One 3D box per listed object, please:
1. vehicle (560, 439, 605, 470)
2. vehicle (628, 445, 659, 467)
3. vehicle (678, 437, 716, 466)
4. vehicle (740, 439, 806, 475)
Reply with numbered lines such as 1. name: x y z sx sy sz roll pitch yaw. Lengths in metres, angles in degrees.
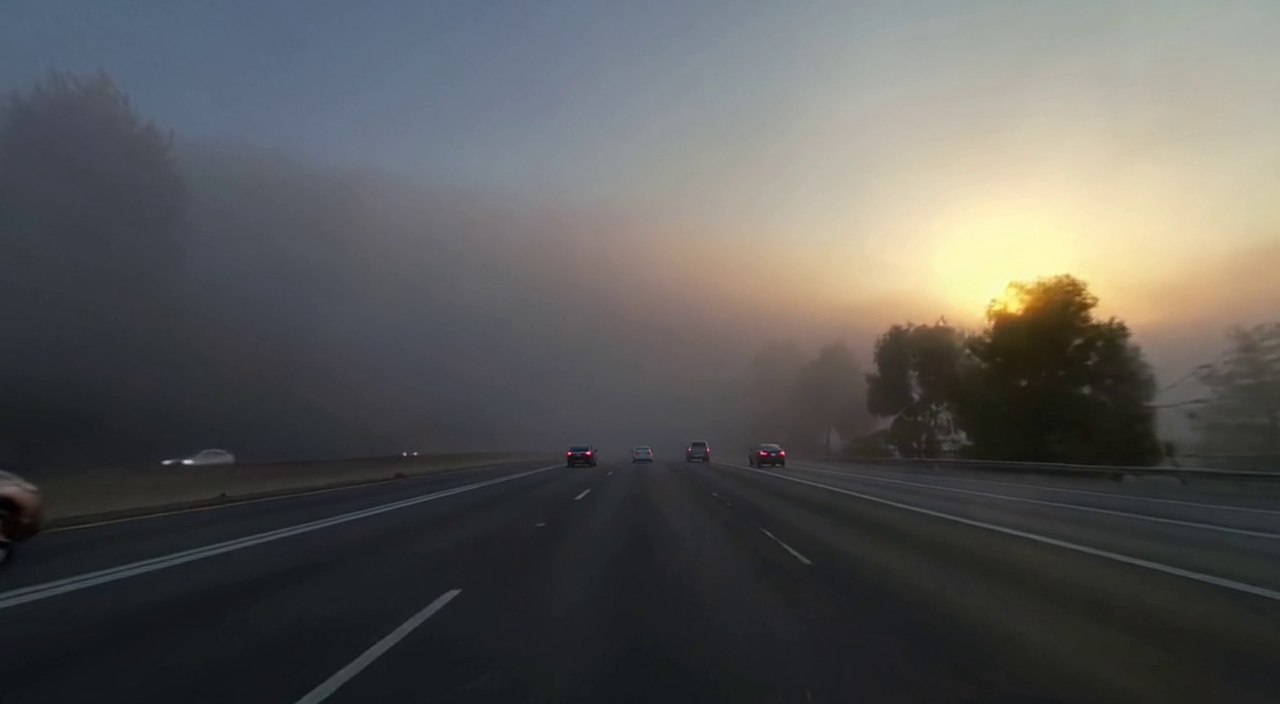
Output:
1. vehicle: -3.412 6.186 38.377 2.118 1.750 4.875 0 -8 1
2. vehicle: 0.297 7.379 44.838 2.050 1.452 3.917 -1 -8 2
3. vehicle: 4.103 7.293 46.328 2.348 1.991 5.460 0 -8 0
4. vehicle: 6.669 5.298 32.120 2.196 1.659 4.451 0 -8 -2
